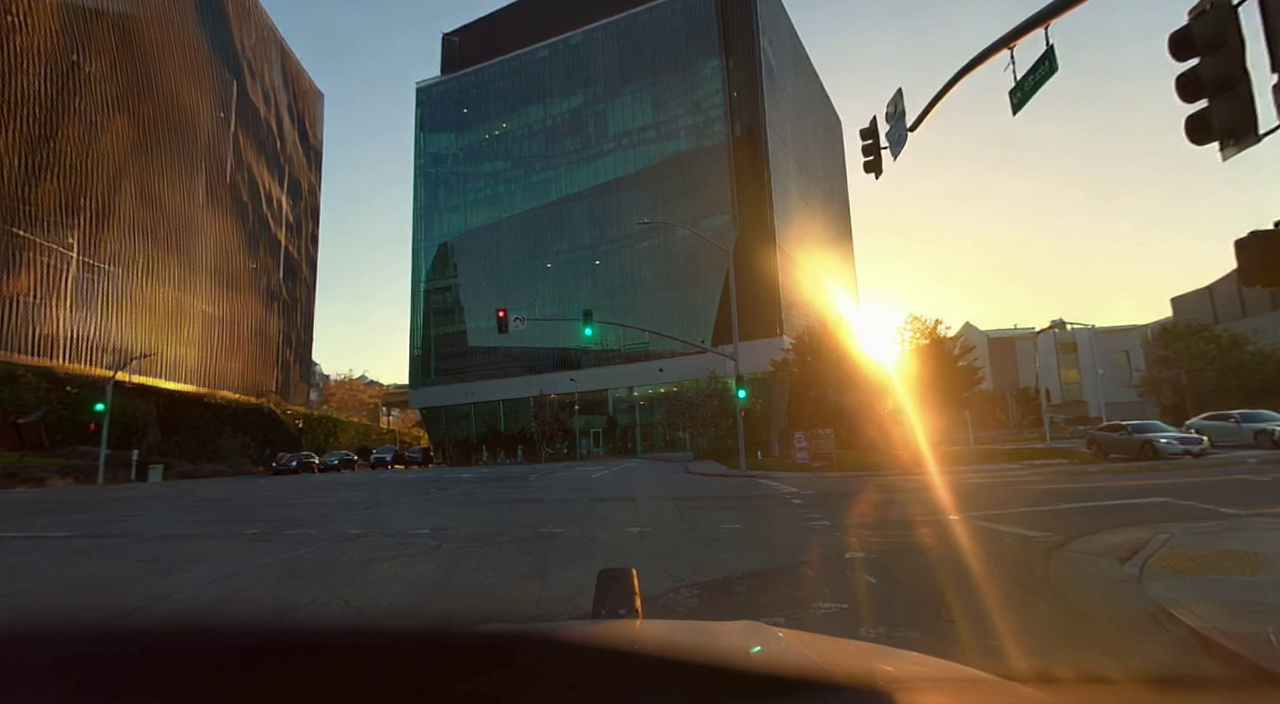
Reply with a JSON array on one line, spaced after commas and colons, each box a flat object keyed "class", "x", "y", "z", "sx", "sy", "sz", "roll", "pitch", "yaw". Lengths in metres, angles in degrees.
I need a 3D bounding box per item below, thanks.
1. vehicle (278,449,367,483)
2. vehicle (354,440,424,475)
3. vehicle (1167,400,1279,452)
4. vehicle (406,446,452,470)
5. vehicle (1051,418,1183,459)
[{"class": "vehicle", "x": -14.808, "y": 5.309, "z": 29.653, "sx": 1.790, "sy": 1.437, "sz": 4.349, "roll": 0, "pitch": -9, "yaw": 2}, {"class": "vehicle", "x": -14.895, "y": 6.305, "z": 37.741, "sx": 2.091, "sy": 1.915, "sz": 5.040, "roll": 0, "pitch": -9, "yaw": 0}, {"class": "vehicle", "x": 24.405, "y": 3.024, "z": 25.186, "sx": 2.109, "sy": 1.836, "sz": 5.080, "roll": -2, "pitch": -10, "yaw": 0}, {"class": "vehicle", "x": -15.135, "y": 7.606, "z": 45.364, "sx": 1.932, "sy": 1.605, "sz": 4.146, "roll": 1, "pitch": -9, "yaw": -1}, {"class": "vehicle", "x": 19.071, "y": 3.519, "z": 25.493, "sx": 1.834, "sy": 1.480, "sz": 4.458, "roll": 0, "pitch": -9, "yaw": -1}]
